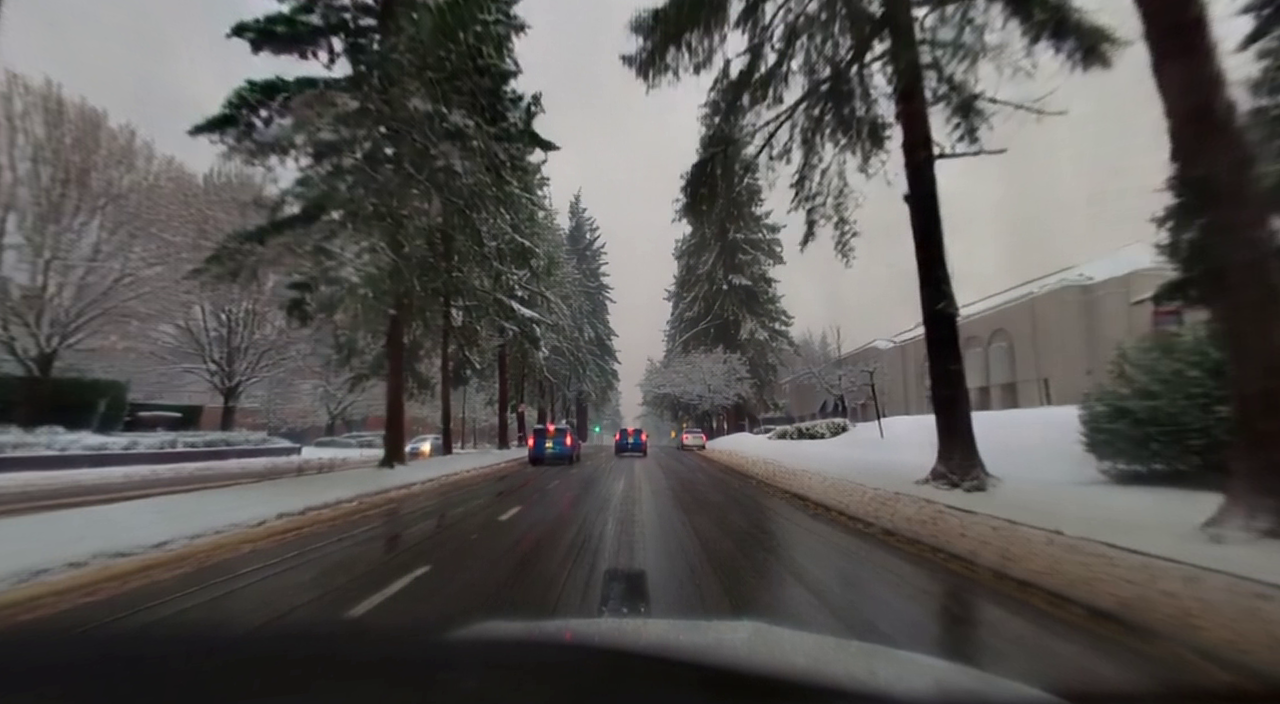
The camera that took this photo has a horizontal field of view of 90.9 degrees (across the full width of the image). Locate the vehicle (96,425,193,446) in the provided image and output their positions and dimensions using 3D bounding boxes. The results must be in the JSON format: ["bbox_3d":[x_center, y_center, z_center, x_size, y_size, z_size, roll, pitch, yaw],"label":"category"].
[{"bbox_3d":[-35.366,6.051,45.292,1.883,1.383,5.637,-1,-8,8],"label":"vehicle"}]

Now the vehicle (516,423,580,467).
[{"bbox_3d":[-3.806,3.958,26.911,2.047,1.710,4.314,0,-8,1],"label":"vehicle"}]

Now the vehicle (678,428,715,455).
[{"bbox_3d":[3.462,5.590,39.277,1.847,1.554,4.052,0,-8,-1],"label":"vehicle"}]

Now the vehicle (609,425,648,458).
[{"bbox_3d":[-0.621,4.928,34.749,2.022,1.700,4.084,0,-8,0],"label":"vehicle"}]
